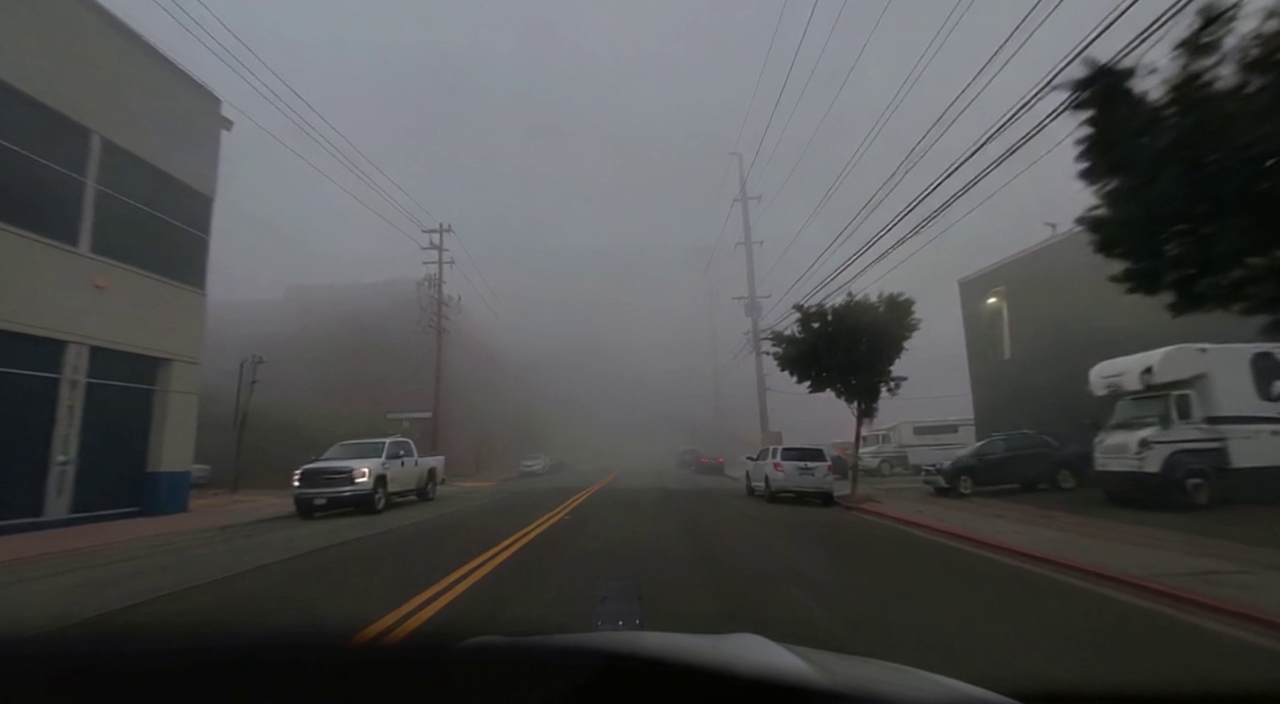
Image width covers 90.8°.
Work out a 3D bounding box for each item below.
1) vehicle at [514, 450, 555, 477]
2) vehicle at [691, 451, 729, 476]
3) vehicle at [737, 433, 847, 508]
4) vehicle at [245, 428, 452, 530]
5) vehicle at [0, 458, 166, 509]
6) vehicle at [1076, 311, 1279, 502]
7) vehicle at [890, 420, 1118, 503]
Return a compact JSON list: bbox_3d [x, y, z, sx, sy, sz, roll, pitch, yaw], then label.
[{"bbox_3d":[-7.524,8.009,45.517,2.194,1.775,4.482,0,-9,-1],"label":"vehicle"},{"bbox_3d":[4.501,7.212,41.066,1.919,1.453,4.425,0,-9,0],"label":"vehicle"},{"bbox_3d":[4.284,3.425,18.680,2.087,1.892,4.579,0,-9,0],"label":"vehicle"},{"bbox_3d":[-7.578,3.352,17.646,2.692,2.152,6.686,-2,-8,-1],"label":"vehicle"},{"bbox_3d":[-19.543,4.534,22.285,1.935,1.491,4.932,0,-9,-2],"label":"vehicle"},{"bbox_3d":[15.838,1.271,13.943,10.102,3.776,2.913,0,-9,-1],"label":"vehicle"},{"bbox_3d":[9.745,2.955,17.257,4.825,1.878,2.050,-3,-9,0],"label":"vehicle"}]
